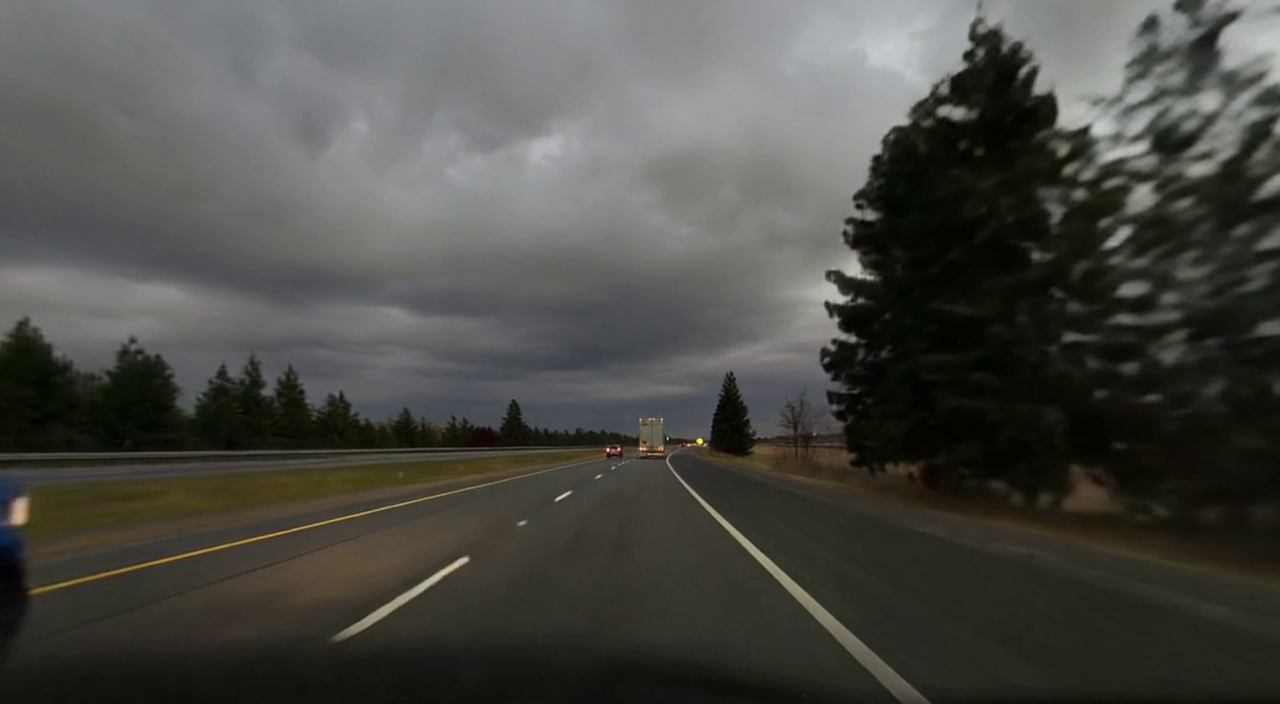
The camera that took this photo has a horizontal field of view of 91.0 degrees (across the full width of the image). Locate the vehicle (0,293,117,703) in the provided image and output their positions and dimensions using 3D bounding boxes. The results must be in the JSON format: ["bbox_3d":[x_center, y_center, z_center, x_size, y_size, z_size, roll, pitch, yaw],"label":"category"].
[{"bbox_3d":[-3.920,0.357,0.704,2.295,1.815,4.983,0,-9,1],"label":"vehicle"}]
